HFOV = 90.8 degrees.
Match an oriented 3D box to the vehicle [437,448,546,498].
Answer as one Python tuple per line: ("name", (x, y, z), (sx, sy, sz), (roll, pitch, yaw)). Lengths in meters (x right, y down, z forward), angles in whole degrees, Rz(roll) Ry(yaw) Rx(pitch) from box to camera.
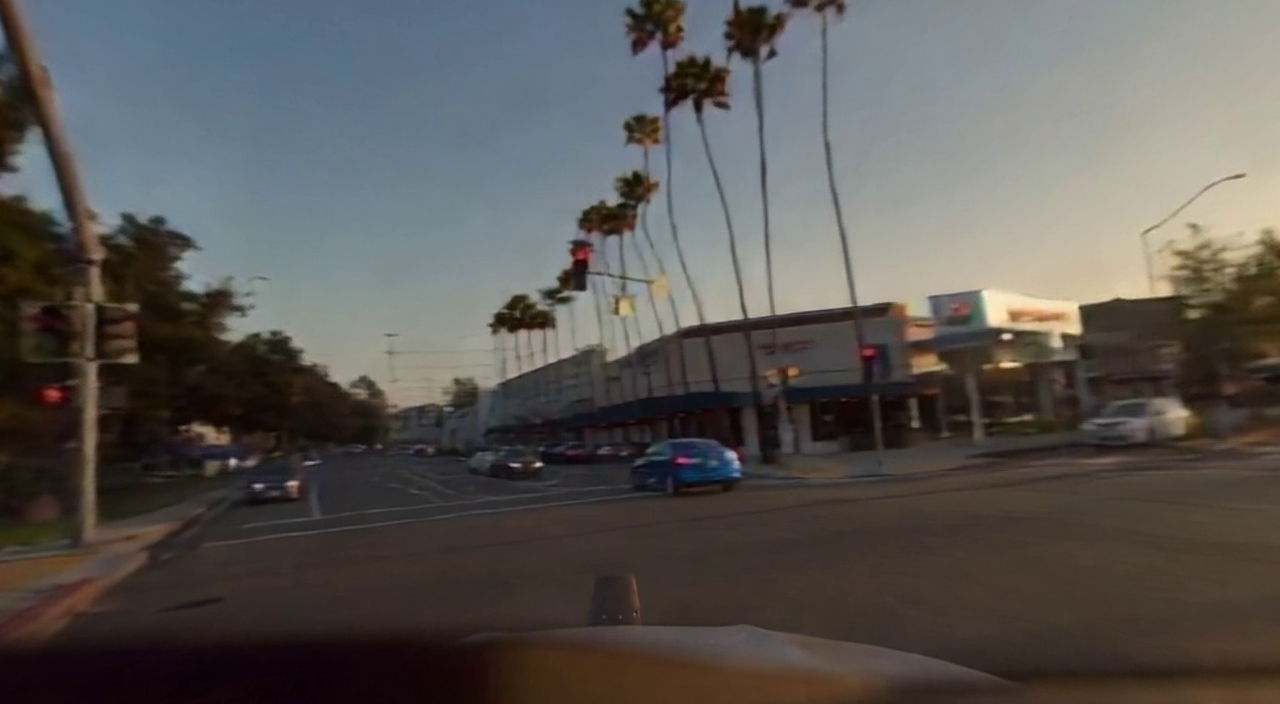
("vehicle", (-5.336, 4.173, 22.259), (2.068, 1.509, 4.687), (6, -10, -35))

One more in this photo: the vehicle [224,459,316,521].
("vehicle", (-11.478, 4.127, 19.442), (1.951, 1.546, 4.597), (6, -10, -35))

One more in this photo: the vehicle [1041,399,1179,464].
("vehicle", (15.246, 2.550, 20.465), (4.176, 1.593, 2.090), (-1, -9, -34))

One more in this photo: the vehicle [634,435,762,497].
("vehicle", (1.428, 3.099, 17.606), (2.089, 1.471, 4.206), (2, -9, -17))

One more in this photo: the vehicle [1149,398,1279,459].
("vehicle", (16.307, 2.172, 17.609), (4.348, 1.498, 2.041), (5, -10, -35))
